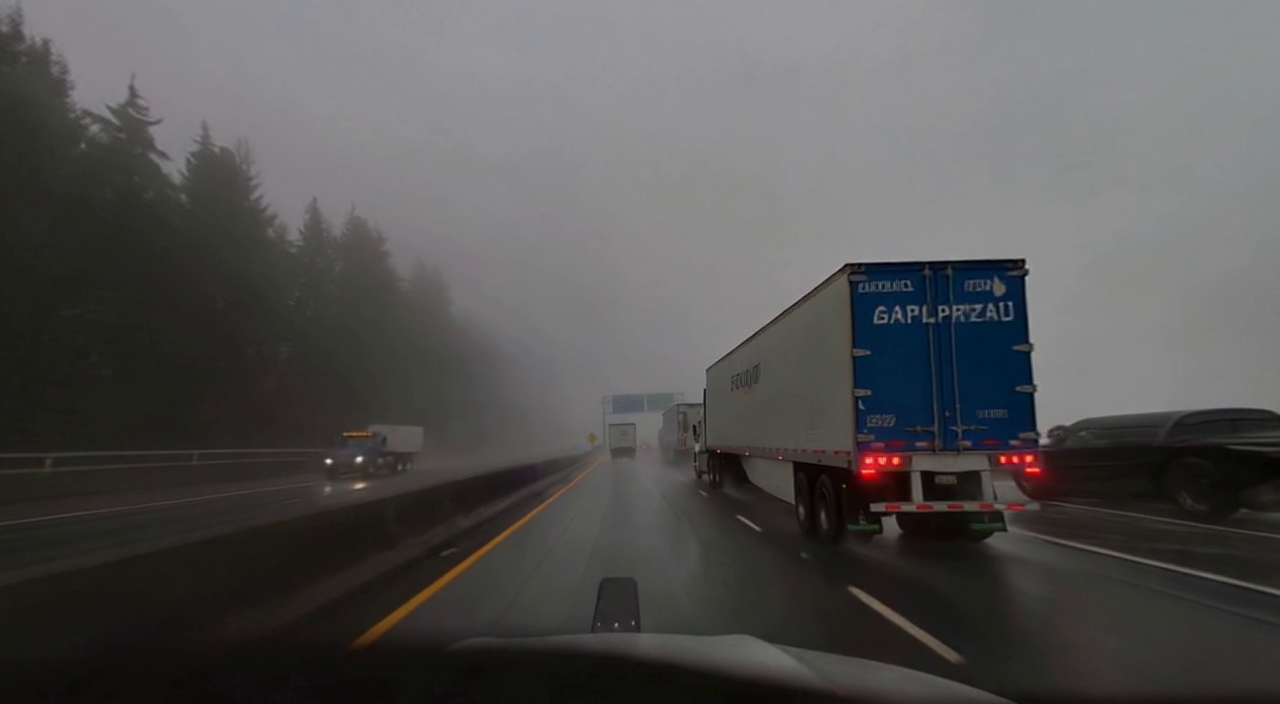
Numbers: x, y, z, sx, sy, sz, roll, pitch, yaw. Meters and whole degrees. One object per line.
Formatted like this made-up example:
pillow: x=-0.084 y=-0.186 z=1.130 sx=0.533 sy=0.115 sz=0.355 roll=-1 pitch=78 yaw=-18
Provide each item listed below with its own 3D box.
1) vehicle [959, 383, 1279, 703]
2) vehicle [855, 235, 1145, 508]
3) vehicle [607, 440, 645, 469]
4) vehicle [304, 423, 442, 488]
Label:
vehicle: x=4.625 y=1.123 z=4.539 sx=4.253 sy=1.543 sz=2.045 roll=4 pitch=-9 yaw=-30
vehicle: x=4.325 y=0.305 z=8.032 sx=2.244 sy=3.047 sz=2.035 roll=0 pitch=-8 yaw=-2
vehicle: x=-0.772 y=5.548 z=34.274 sx=1.943 sy=1.491 sz=3.459 roll=0 pitch=-8 yaw=-2
vehicle: x=-12.431 y=4.914 z=30.565 sx=2.774 sy=2.621 sz=9.453 roll=0 pitch=-8 yaw=-1
